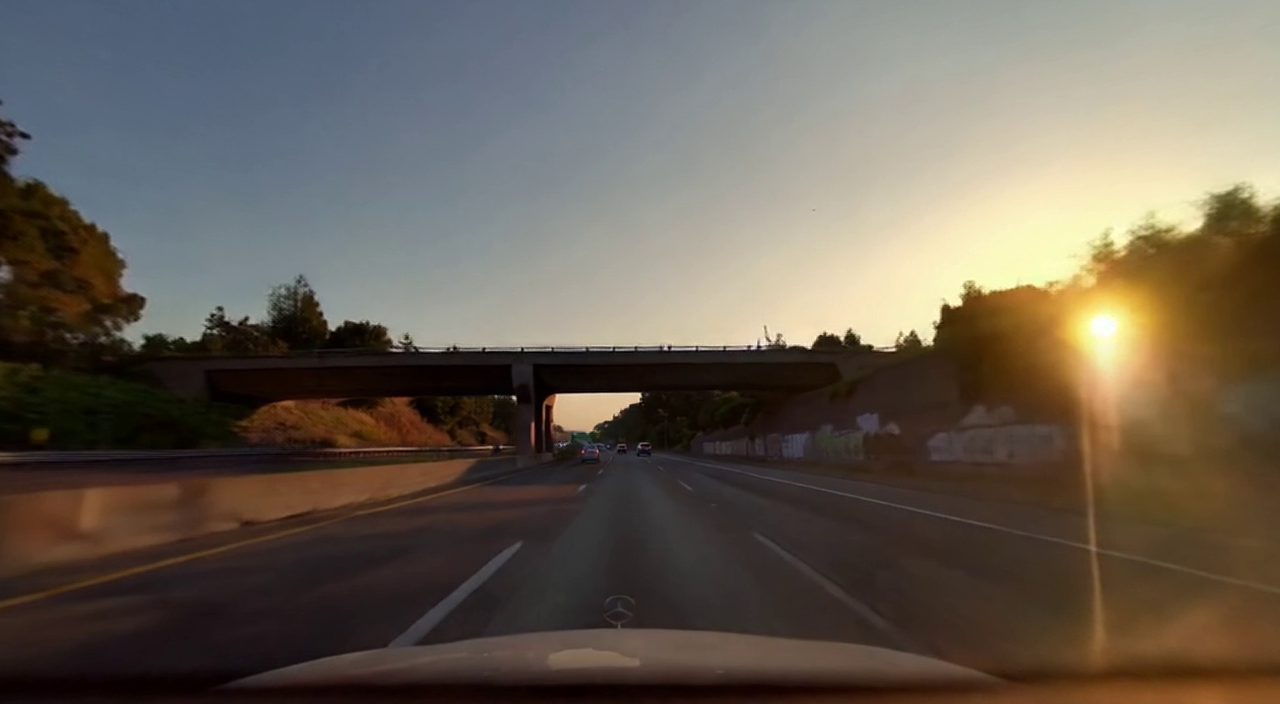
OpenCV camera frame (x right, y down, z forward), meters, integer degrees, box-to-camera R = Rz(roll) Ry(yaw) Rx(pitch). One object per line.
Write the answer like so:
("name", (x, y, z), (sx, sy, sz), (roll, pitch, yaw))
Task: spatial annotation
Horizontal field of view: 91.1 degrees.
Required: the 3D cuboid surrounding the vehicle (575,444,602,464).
("vehicle", (-4.053, 8.048, 49.579), (1.871, 1.459, 3.771), (0, -9, -1))
